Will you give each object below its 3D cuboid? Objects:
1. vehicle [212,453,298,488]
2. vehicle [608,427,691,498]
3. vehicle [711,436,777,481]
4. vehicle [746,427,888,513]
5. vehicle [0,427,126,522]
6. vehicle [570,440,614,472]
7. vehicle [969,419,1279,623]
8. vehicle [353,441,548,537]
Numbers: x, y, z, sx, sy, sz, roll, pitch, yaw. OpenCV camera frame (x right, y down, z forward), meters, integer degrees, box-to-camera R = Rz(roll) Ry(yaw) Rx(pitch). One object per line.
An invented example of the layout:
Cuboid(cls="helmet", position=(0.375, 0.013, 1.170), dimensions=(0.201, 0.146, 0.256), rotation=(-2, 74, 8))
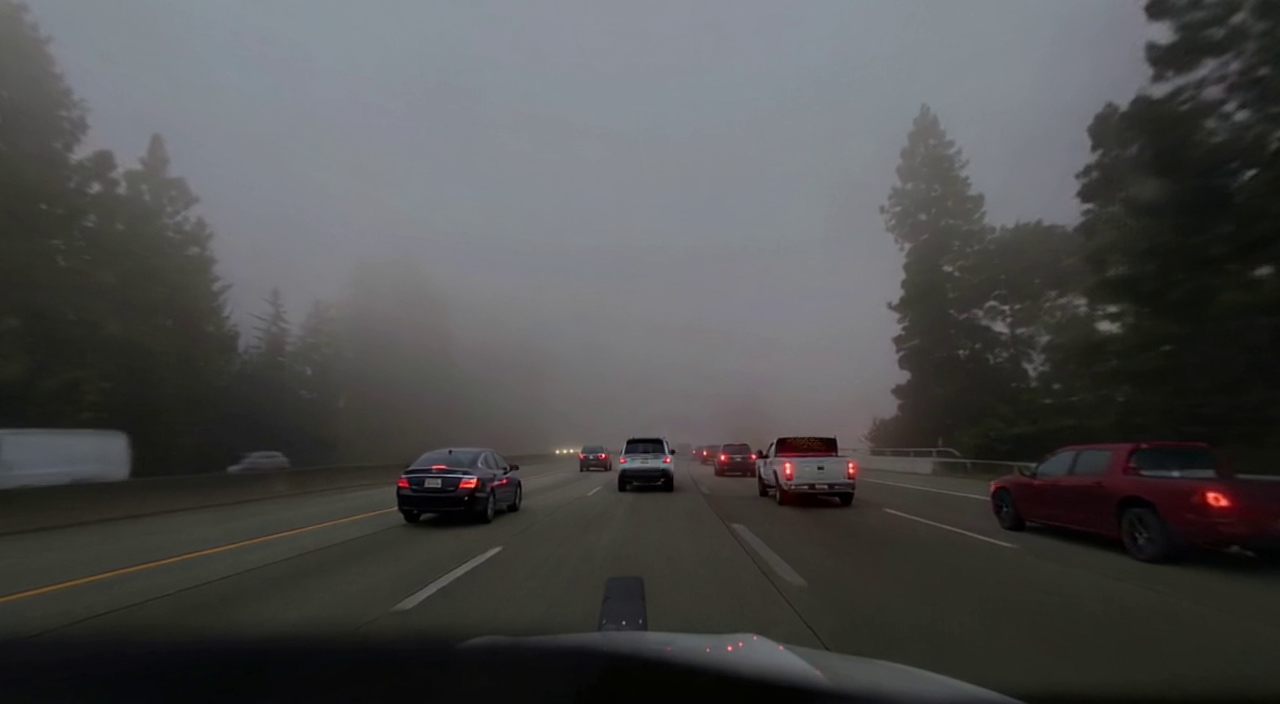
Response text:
Cuboid(cls="vehicle", position=(-20.403, 6.243, 33.624), dimensions=(1.845, 1.668, 4.080), rotation=(-1, -8, 2))
Cuboid(cls="vehicle", position=(0.331, 3.218, 18.728), dimensions=(2.153, 1.805, 4.631), rotation=(-1, -8, 2))
Cuboid(cls="vehicle", position=(4.206, 4.369, 26.126), dimensions=(2.094, 1.676, 4.309), rotation=(-1, -8, 2))
Cuboid(cls="vehicle", position=(3.930, 2.699, 14.955), dimensions=(2.156, 1.701, 4.494), rotation=(-1, -8, 2))
Cuboid(cls="vehicle", position=(-13.922, 2.444, 12.488), dimensions=(2.367, 1.874, 5.816), rotation=(-1, -8, 3))
Cuboid(cls="vehicle", position=(-2.669, 5.932, 36.148), dimensions=(1.951, 1.694, 4.188), rotation=(-1, -8, 3))
Cuboid(cls="vehicle", position=(5.737, 1.549, 6.791), dimensions=(2.053, 1.473, 4.383), rotation=(-1, -8, 1))
Cuboid(cls="vehicle", position=(-3.279, 2.466, 12.183), dimensions=(1.965, 1.443, 4.968), rotation=(-1, -8, 4))
